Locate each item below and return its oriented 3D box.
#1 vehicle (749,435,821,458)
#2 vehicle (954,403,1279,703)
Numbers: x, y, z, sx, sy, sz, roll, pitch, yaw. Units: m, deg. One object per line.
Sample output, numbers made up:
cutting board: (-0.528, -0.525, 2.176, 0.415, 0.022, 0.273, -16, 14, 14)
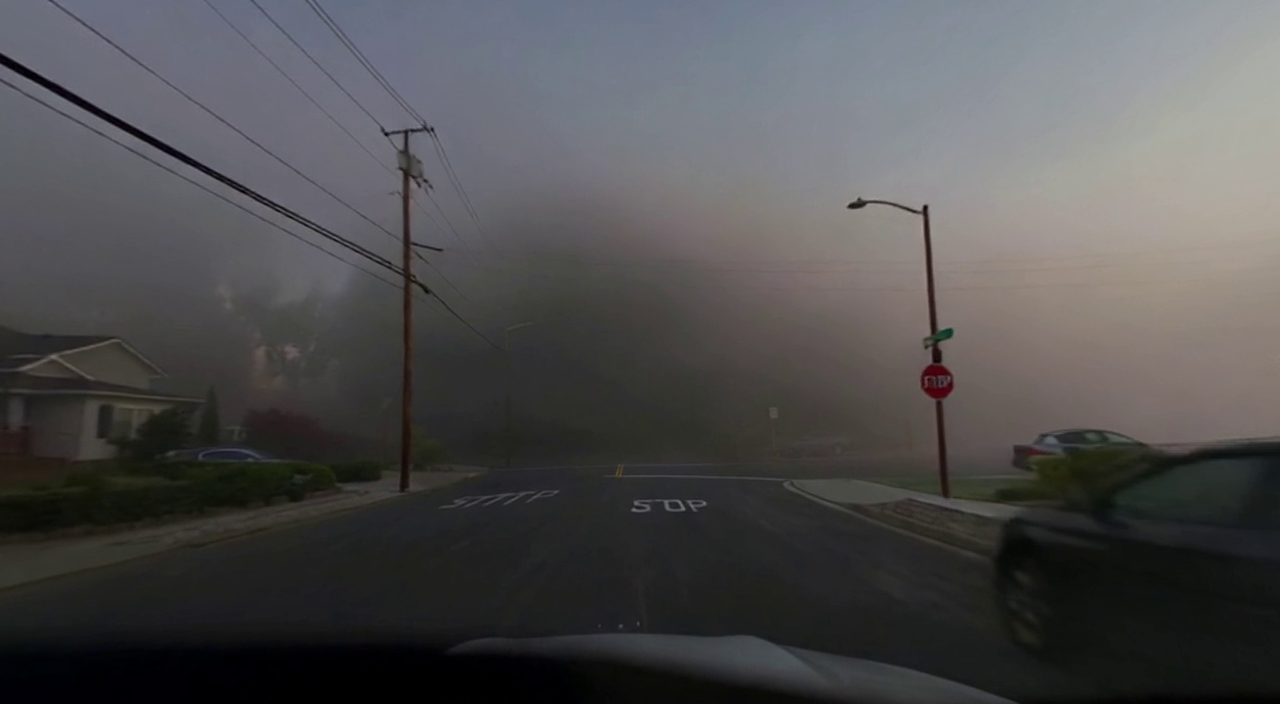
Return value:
vehicle: (9.875, 6.453, 43.103, 4.452, 1.482, 2.017, 4, -9, -25)
vehicle: (3.550, 1.000, 2.693, 2.012, 1.531, 4.557, 0, -8, -1)
